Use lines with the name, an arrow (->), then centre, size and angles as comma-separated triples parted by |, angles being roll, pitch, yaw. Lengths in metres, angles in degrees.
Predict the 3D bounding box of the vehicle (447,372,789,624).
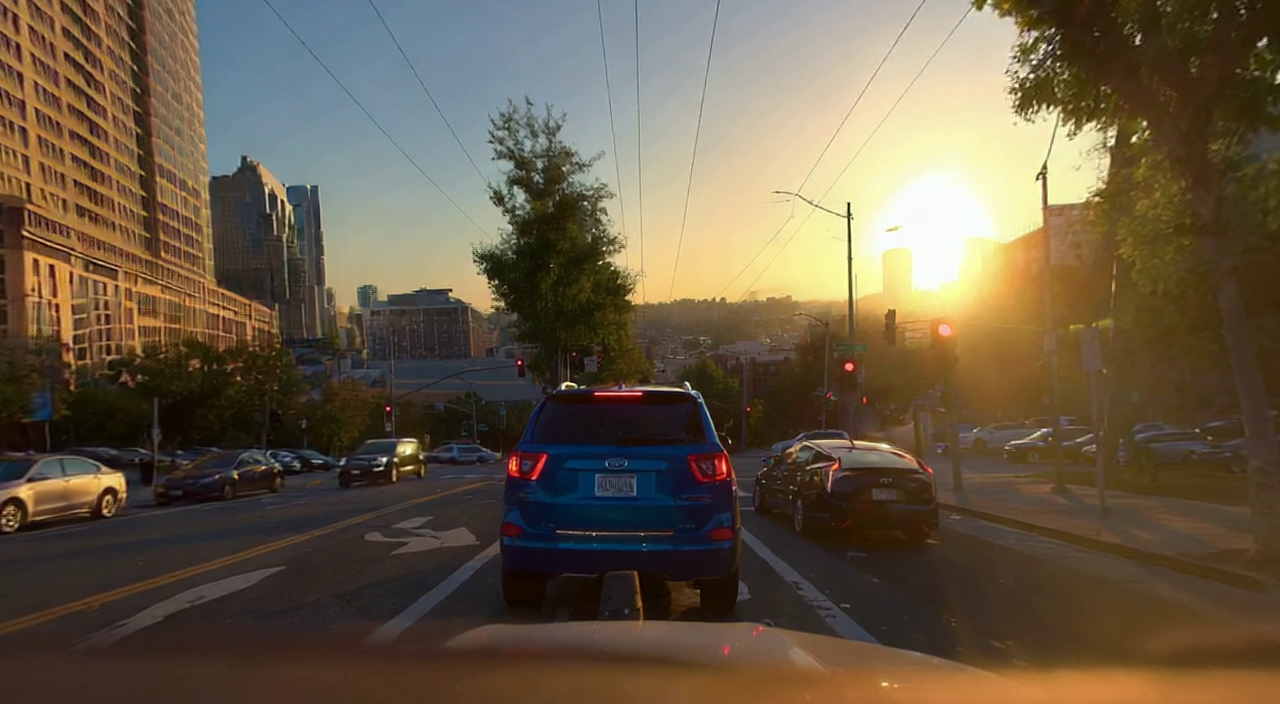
vehicle -> -0.153, 1.362, 6.760 | 2.453, 1.816, 4.300 | 0, -8, 0

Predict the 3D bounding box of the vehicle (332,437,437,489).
vehicle -> -9.174, 4.006, 23.008 | 2.054, 1.722, 4.292 | 0, -8, -1

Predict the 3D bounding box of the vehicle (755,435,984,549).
vehicle -> 3.298, 2.082, 10.079 | 2.056, 1.422, 4.130 | 0, -8, -1

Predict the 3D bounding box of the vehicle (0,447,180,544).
vehicle -> -12.534, 2.913, 13.464 | 1.891, 1.723, 4.360 | 0, -8, 1

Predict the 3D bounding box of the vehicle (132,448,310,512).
vehicle -> -12.453, 3.787, 19.170 | 2.207, 1.648, 4.675 | 0, -8, -1

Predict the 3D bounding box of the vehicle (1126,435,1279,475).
vehicle -> 22.169, 4.048, 24.965 | 4.055, 1.469, 1.848 | -4, -9, 25
